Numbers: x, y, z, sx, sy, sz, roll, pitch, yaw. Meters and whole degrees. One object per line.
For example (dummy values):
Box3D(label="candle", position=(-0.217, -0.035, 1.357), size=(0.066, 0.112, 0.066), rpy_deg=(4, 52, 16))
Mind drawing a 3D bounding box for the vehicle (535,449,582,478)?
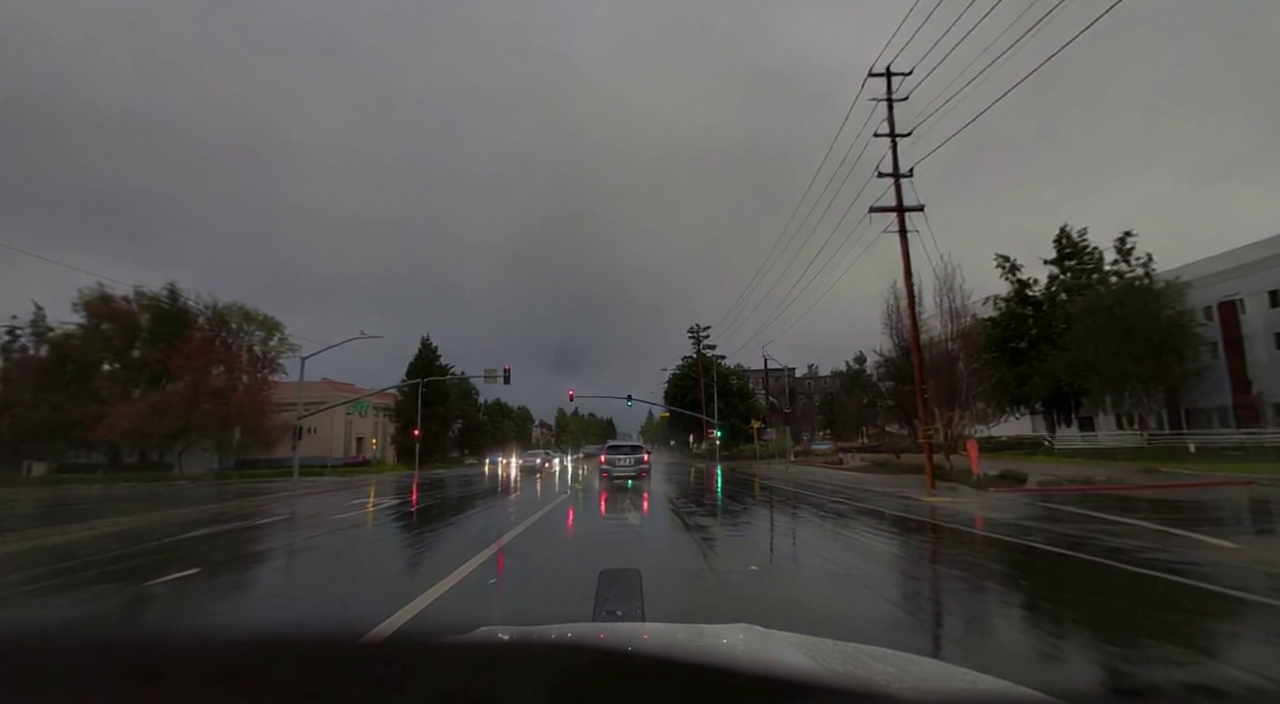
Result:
Box3D(label="vehicle", position=(-4.338, 6.027, 34.455), size=(2.075, 1.474, 4.367), rpy_deg=(0, -8, -1))

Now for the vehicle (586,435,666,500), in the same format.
Box3D(label="vehicle", position=(-0.437, 3.501, 19.516), size=(2.188, 1.782, 3.982), rpy_deg=(0, -8, -1))

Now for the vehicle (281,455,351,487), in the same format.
Box3D(label="vehicle", position=(-19.387, 7.097, 38.070), size=(1.986, 1.704, 4.546), rpy_deg=(0, -8, -3))
